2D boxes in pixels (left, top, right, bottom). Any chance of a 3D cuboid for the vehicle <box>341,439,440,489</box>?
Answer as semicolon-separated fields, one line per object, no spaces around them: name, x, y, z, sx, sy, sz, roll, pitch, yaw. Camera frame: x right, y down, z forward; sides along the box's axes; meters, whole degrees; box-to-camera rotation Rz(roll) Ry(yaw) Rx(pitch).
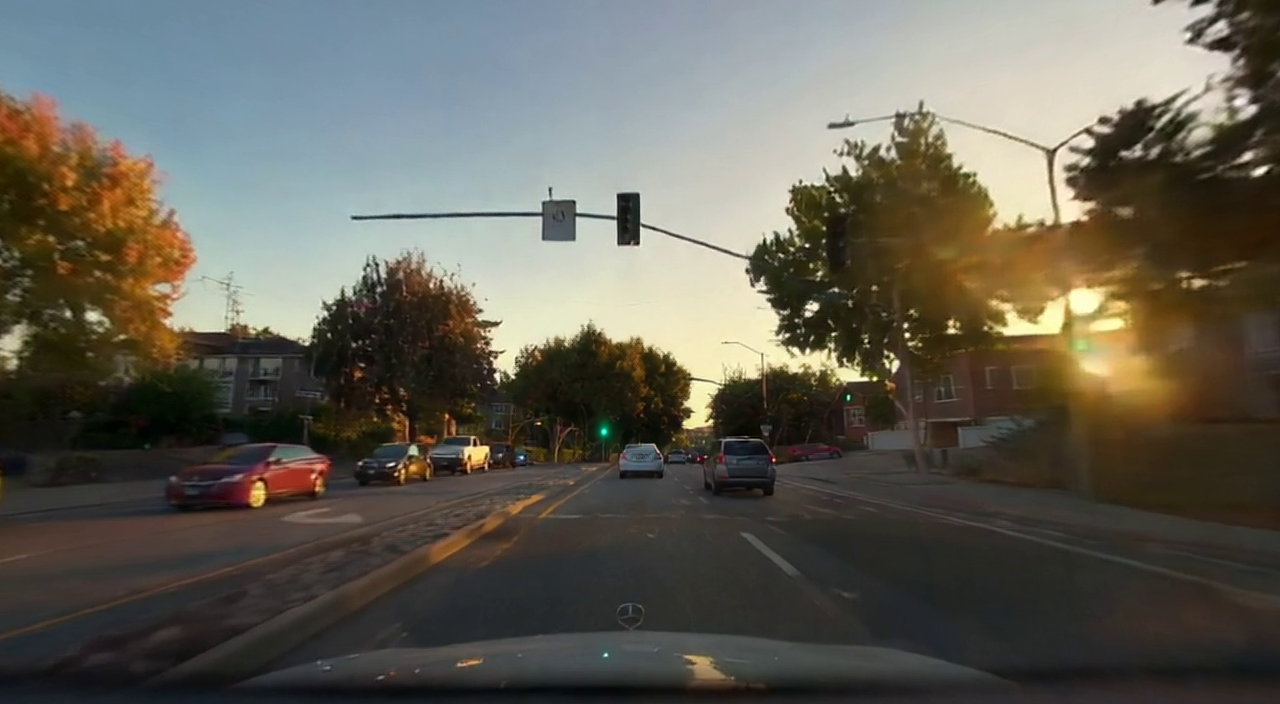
vehicle;-9.224;4.145;23.703;1.988;1.663;4.316;0;-9;-1

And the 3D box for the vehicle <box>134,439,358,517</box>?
vehicle;-8.966;2.894;15.081;2.140;1.510;5.005;0;-9;0

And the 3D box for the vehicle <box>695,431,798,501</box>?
vehicle;2.977;3.298;18.666;2.166;1.799;4.372;0;-9;-1

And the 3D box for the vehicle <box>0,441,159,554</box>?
vehicle;-9.002;1.933;8.518;1.786;1.422;4.021;0;-9;1

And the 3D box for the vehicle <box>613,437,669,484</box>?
vehicle;0.006;4.599;27.029;2.185;1.822;4.391;0;-9;-1

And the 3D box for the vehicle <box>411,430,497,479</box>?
vehicle;-8.983;5.043;31.285;2.037;2.113;7.185;0;-9;0
